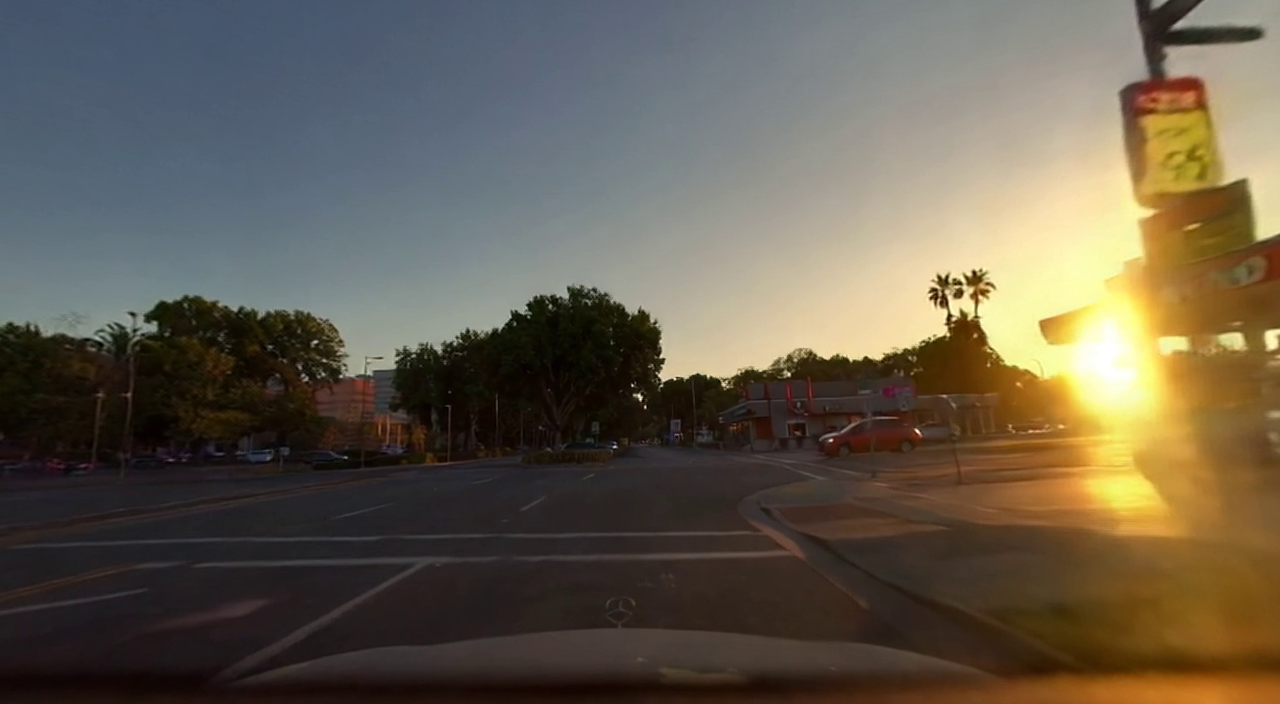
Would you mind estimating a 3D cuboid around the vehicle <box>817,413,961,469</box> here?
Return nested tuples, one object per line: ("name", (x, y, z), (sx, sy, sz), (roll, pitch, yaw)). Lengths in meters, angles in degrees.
("vehicle", (9.591, 3.479, 24.543), (4.640, 1.800, 2.026), (-4, -8, 0))
